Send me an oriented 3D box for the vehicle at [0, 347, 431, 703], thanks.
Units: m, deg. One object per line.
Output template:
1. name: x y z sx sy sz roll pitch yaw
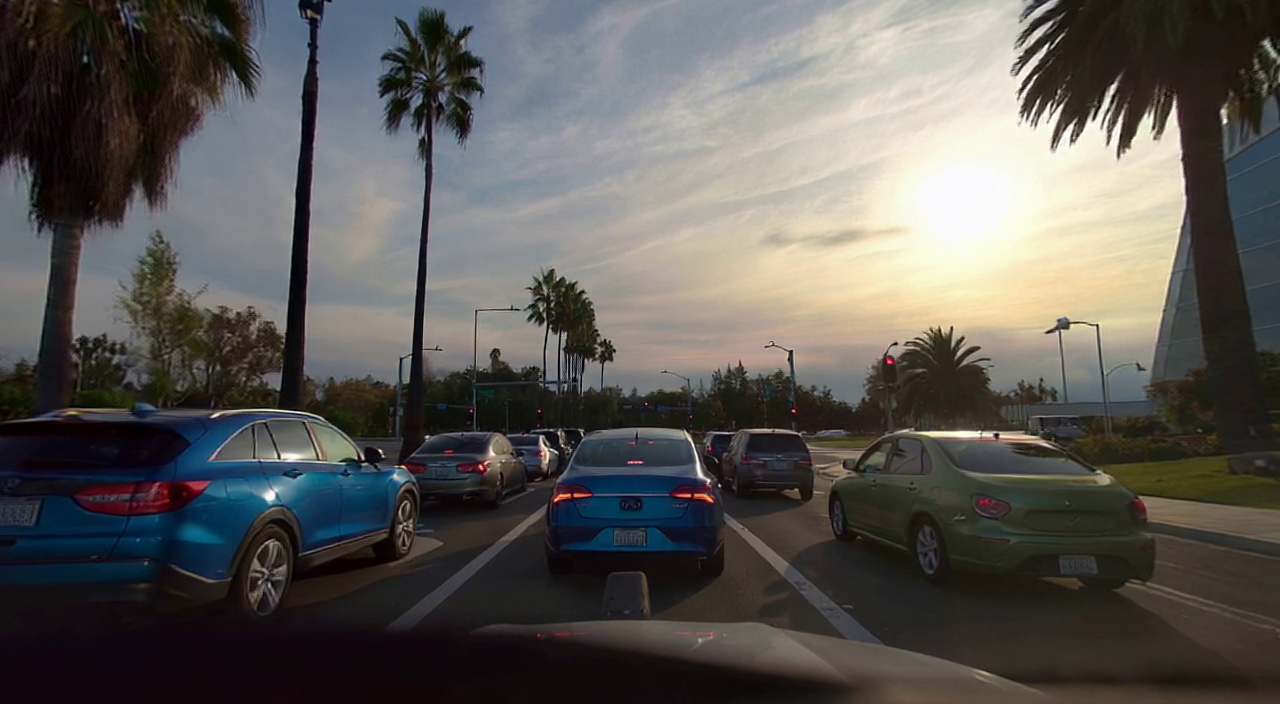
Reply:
1. vehicle: -3.535 1.172 5.372 2.014 1.775 4.404 0 -8 -1

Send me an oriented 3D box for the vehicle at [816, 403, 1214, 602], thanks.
1. vehicle: 3.844 1.617 7.677 2.064 1.696 4.431 0 -8 0

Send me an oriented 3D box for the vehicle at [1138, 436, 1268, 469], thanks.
1. vehicle: 25.492 4.543 28.638 4.014 1.417 1.777 -1 -8 5

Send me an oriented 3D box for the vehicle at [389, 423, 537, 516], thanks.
1. vehicle: -3.459 2.369 13.119 1.917 1.631 3.768 0 -8 1

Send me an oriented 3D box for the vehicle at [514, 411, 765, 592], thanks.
1. vehicle: -0.045 1.650 7.824 2.219 1.586 4.321 0 -8 -1
